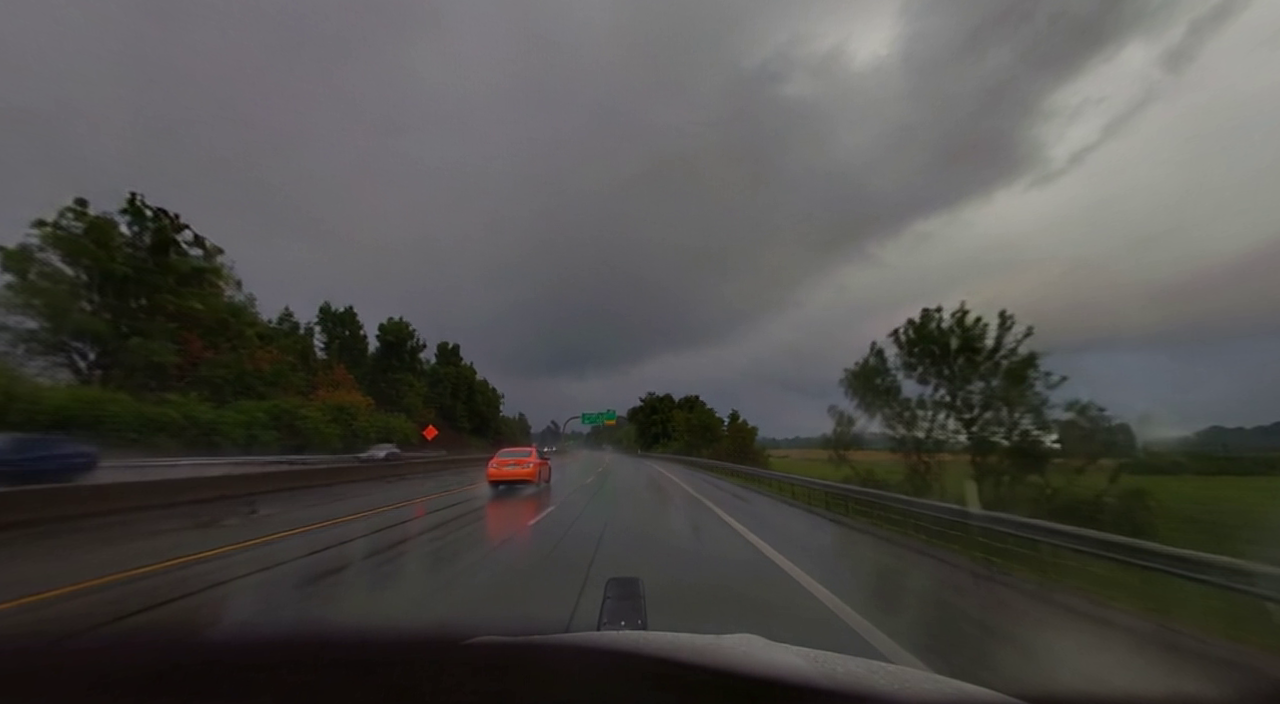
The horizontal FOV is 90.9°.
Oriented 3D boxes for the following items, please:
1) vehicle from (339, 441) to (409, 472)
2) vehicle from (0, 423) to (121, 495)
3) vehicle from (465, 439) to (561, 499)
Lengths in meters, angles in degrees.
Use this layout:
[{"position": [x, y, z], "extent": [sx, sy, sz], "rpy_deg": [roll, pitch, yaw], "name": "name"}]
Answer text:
[{"position": [-13.755, 5.426, 32.839], "extent": [1.862, 1.462, 4.426], "rpy_deg": [0, -9, -2], "name": "vehicle"}, {"position": [-15.460, 2.545, 15.077], "extent": [2.094, 1.604, 4.645], "rpy_deg": [0, -9, 0], "name": "vehicle"}, {"position": [-3.567, 3.371, 18.458], "extent": [1.990, 1.532, 3.911], "rpy_deg": [0, -9, 0], "name": "vehicle"}]
